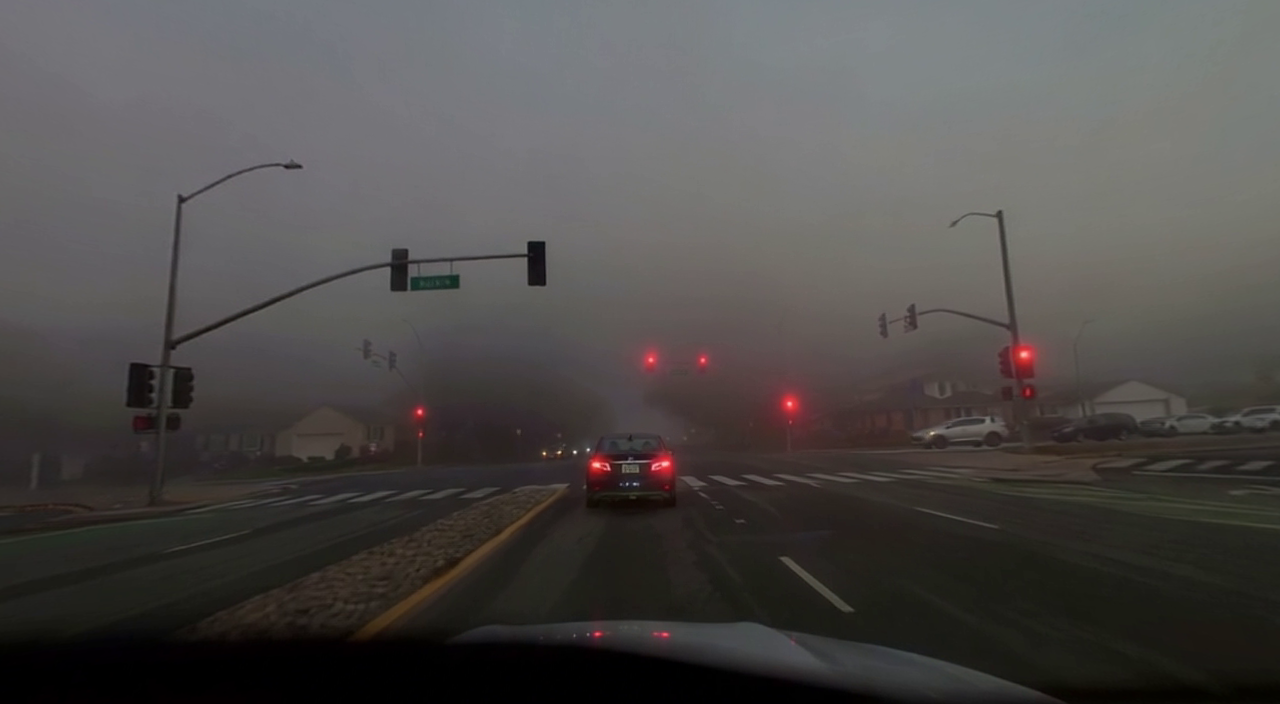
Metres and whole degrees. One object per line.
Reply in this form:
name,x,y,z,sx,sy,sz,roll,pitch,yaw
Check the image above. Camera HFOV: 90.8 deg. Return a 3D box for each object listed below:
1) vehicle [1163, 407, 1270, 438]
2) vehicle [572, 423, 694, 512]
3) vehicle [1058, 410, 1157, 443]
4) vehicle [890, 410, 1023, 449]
vehicle,35.922,4.416,39.415,4.735,1.784,2.094,1,-7,-3
vehicle,0.024,2.360,13.367,2.074,1.570,3.647,0,-8,7
vehicle,28.663,4.608,38.821,4.557,1.899,1.996,1,-8,-5
vehicle,17.784,4.384,35.782,6.025,2.000,2.876,1,-7,-2
